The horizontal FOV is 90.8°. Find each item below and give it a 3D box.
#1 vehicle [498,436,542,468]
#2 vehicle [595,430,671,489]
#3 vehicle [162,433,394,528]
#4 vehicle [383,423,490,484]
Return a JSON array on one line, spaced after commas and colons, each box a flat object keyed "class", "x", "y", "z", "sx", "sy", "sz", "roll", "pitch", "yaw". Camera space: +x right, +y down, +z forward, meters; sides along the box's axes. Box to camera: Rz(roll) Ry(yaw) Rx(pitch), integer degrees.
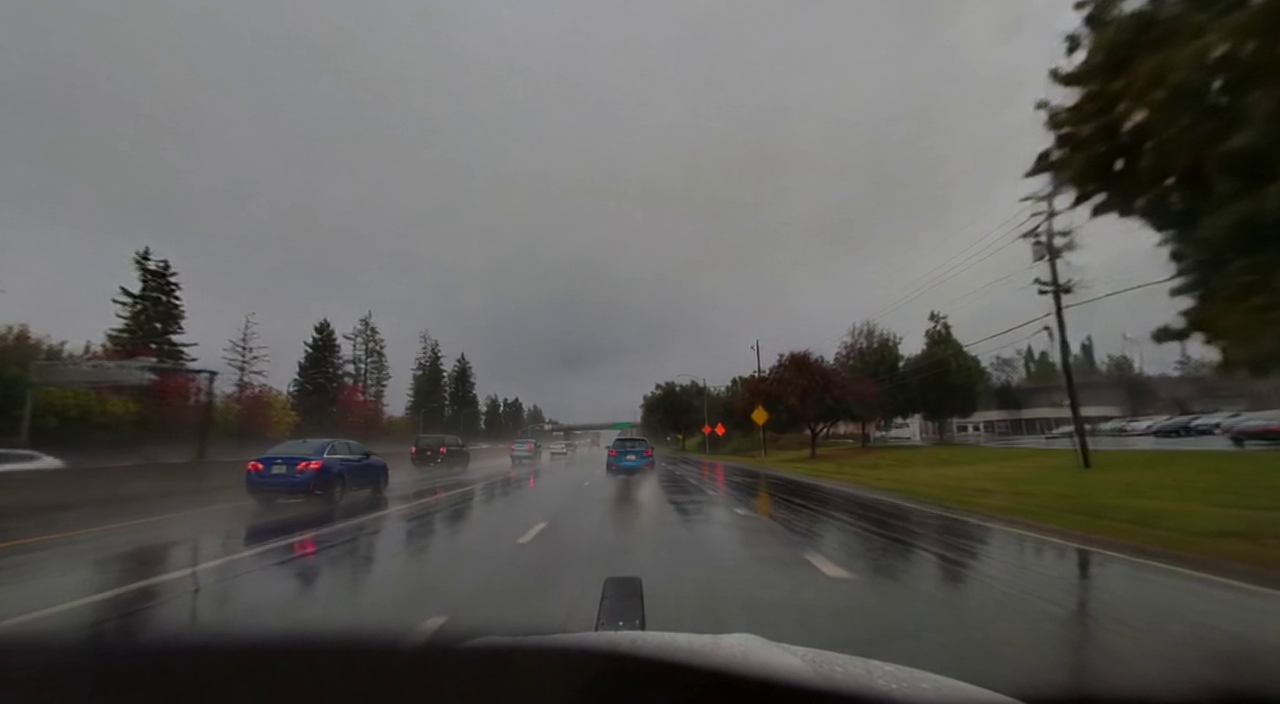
[{"class": "vehicle", "x": -7.131, "y": 5.967, "z": 37.918, "sx": 1.914, "sy": 1.756, "sz": 4.179, "roll": 0, "pitch": -8, "yaw": -2}, {"class": "vehicle", "x": -0.216, "y": 3.346, "z": 20.001, "sx": 2.140, "sy": 1.653, "sz": 4.108, "roll": 0, "pitch": -8, "yaw": -1}, {"class": "vehicle", "x": -6.677, "y": 2.391, "z": 12.411, "sx": 1.900, "sy": 1.483, "sz": 4.547, "roll": 0, "pitch": -8, "yaw": 0}, {"class": "vehicle", "x": -6.995, "y": 3.557, "z": 22.390, "sx": 2.144, "sy": 1.905, "sz": 4.967, "roll": 0, "pitch": -8, "yaw": 0}]
